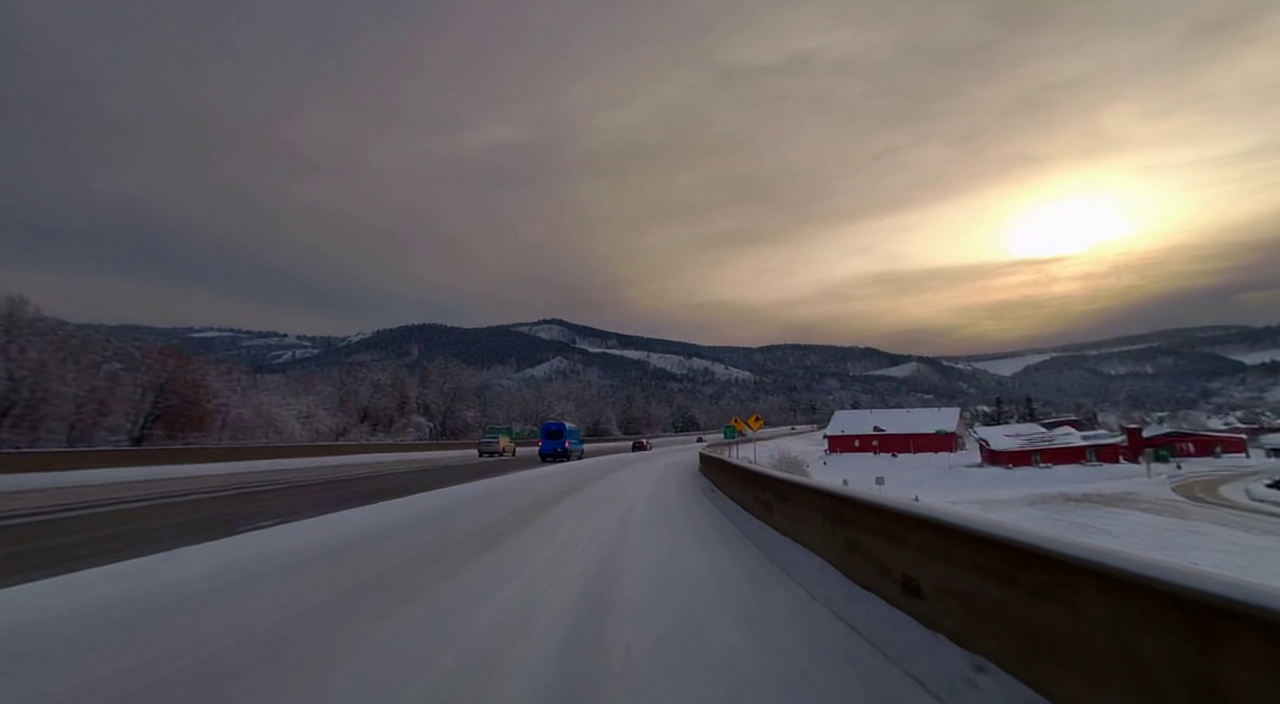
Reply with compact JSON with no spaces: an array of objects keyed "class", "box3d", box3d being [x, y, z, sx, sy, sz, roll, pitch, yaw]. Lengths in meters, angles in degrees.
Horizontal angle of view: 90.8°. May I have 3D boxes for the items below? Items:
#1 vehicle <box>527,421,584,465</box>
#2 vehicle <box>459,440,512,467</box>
[{"class":"vehicle","box3d":[-5.527,6.119,42.278,2.314,2.703,6.441,-1,-9,5]},{"class":"vehicle","box3d":[-9.250,6.120,38.171,1.821,1.524,4.342,-1,-9,4]}]
